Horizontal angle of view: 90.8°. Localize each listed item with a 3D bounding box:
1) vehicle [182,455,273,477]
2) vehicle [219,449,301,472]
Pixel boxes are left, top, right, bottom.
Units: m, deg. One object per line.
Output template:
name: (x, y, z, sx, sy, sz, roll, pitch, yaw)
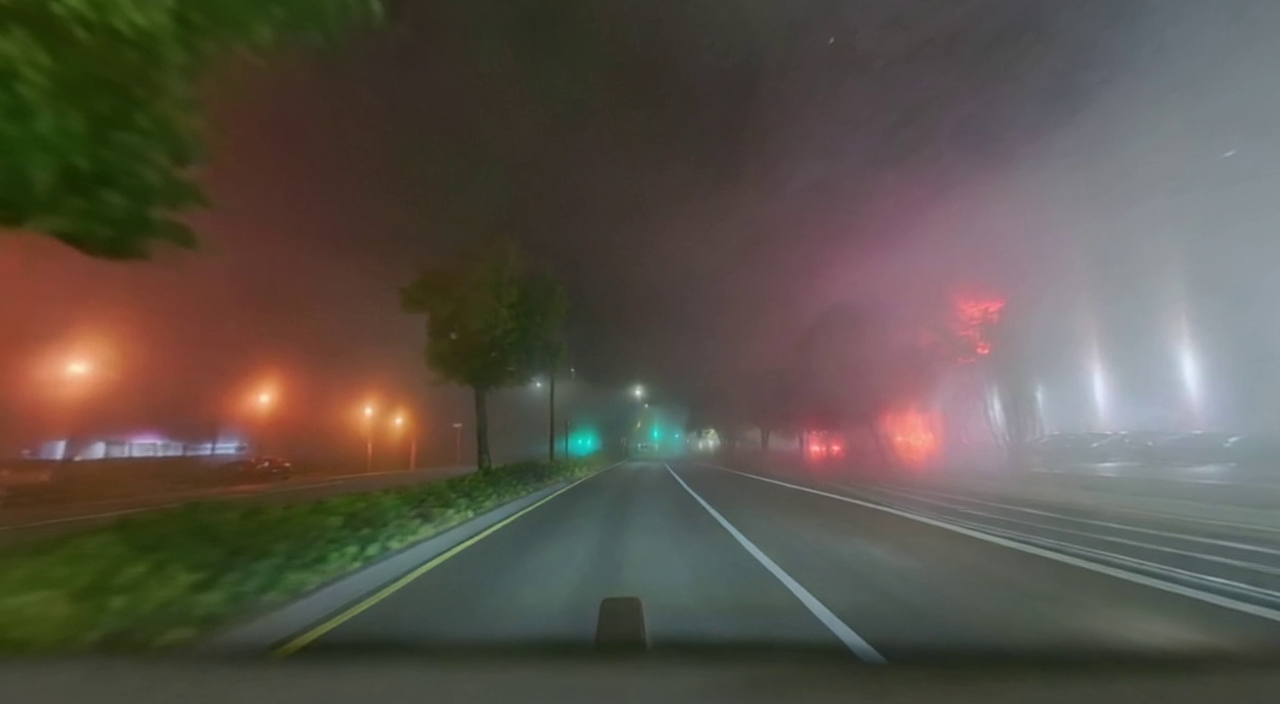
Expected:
vehicle: (-28.168, 7.788, 43.294, 4.783, 1.398, 1.951, 3, -8, -20)
vehicle: (-28.211, 8.097, 47.136, 4.954, 1.628, 2.012, 4, -9, -24)
